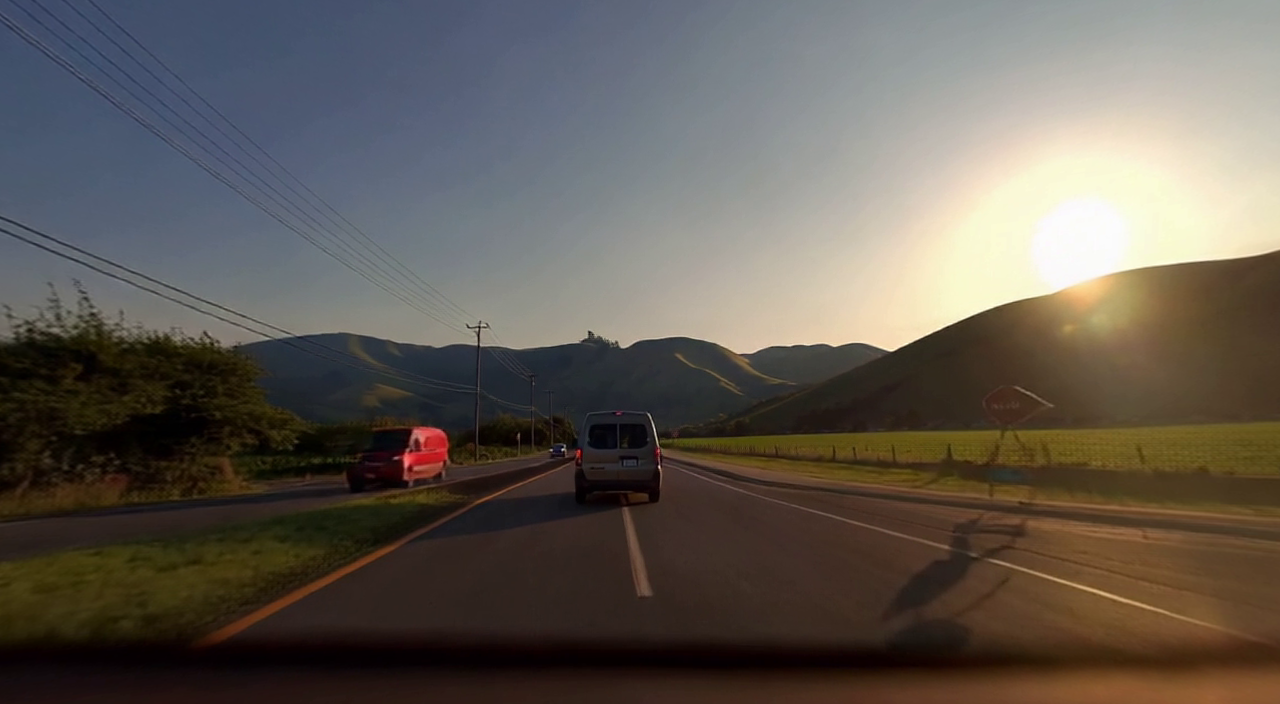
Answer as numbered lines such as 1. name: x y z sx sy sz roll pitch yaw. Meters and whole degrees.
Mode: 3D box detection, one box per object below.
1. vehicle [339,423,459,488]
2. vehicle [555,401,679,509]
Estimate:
1. vehicle: -9.380 4.089 25.241 2.260 2.264 5.982 0 -8 2
2. vehicle: -0.569 2.393 14.888 2.454 2.144 4.535 0 -8 -3
